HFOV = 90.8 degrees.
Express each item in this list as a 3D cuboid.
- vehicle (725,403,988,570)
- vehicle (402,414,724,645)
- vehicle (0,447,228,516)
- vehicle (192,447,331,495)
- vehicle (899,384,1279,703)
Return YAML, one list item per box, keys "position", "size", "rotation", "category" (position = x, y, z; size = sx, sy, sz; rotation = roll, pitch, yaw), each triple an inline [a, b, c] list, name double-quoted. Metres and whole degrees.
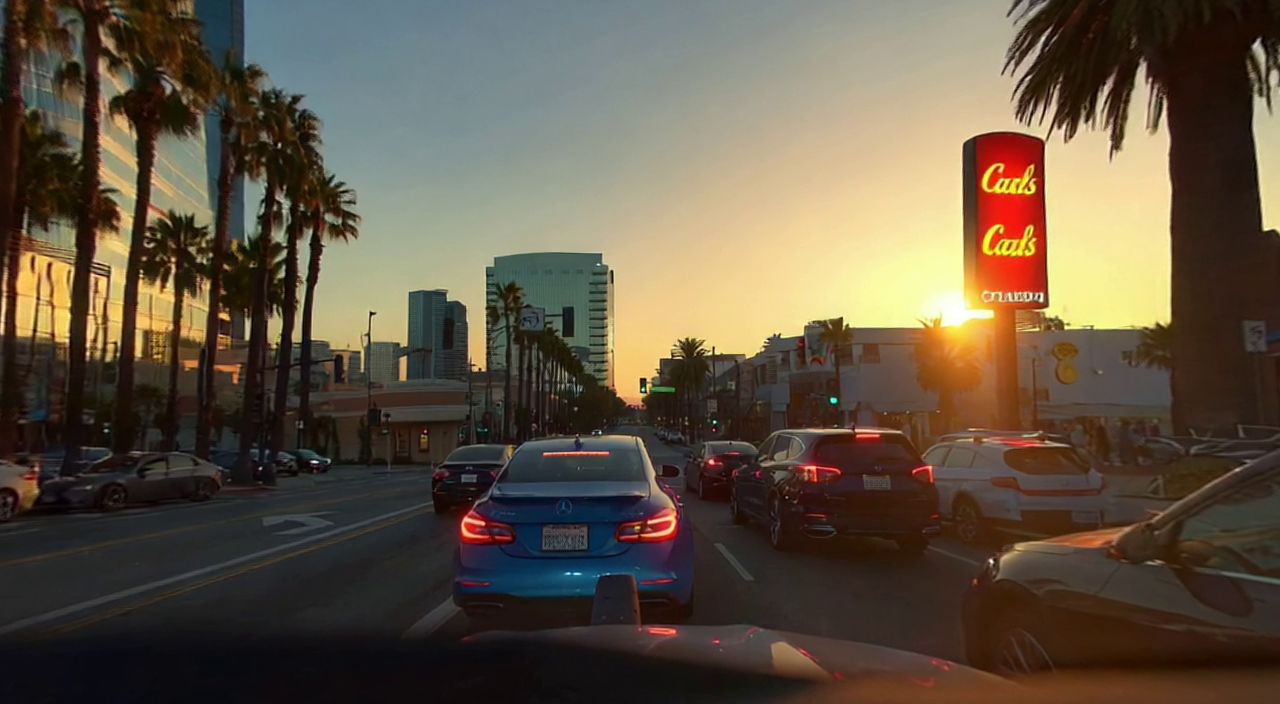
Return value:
- position: [2.637, 1.779, 9.088]
  size: [2.096, 1.775, 4.440]
  rotation: [0, -9, -1]
  category: "vehicle"
- position: [-0.518, 1.472, 6.245]
  size: [2.096, 1.492, 4.071]
  rotation: [0, -9, -1]
  category: "vehicle"
- position: [-12.861, 3.141, 15.943]
  size: [1.870, 1.475, 4.531]
  rotation: [0, -9, 0]
  category: "vehicle"
- position: [-12.865, 4.025, 21.898]
  size: [1.856, 1.455, 4.700]
  rotation: [0, -9, 0]
  category: "vehicle"
- position: [2.620, 0.811, 1.504]
  size: [2.085, 1.469, 4.458]
  rotation: [0, -9, 0]
  category: "vehicle"
